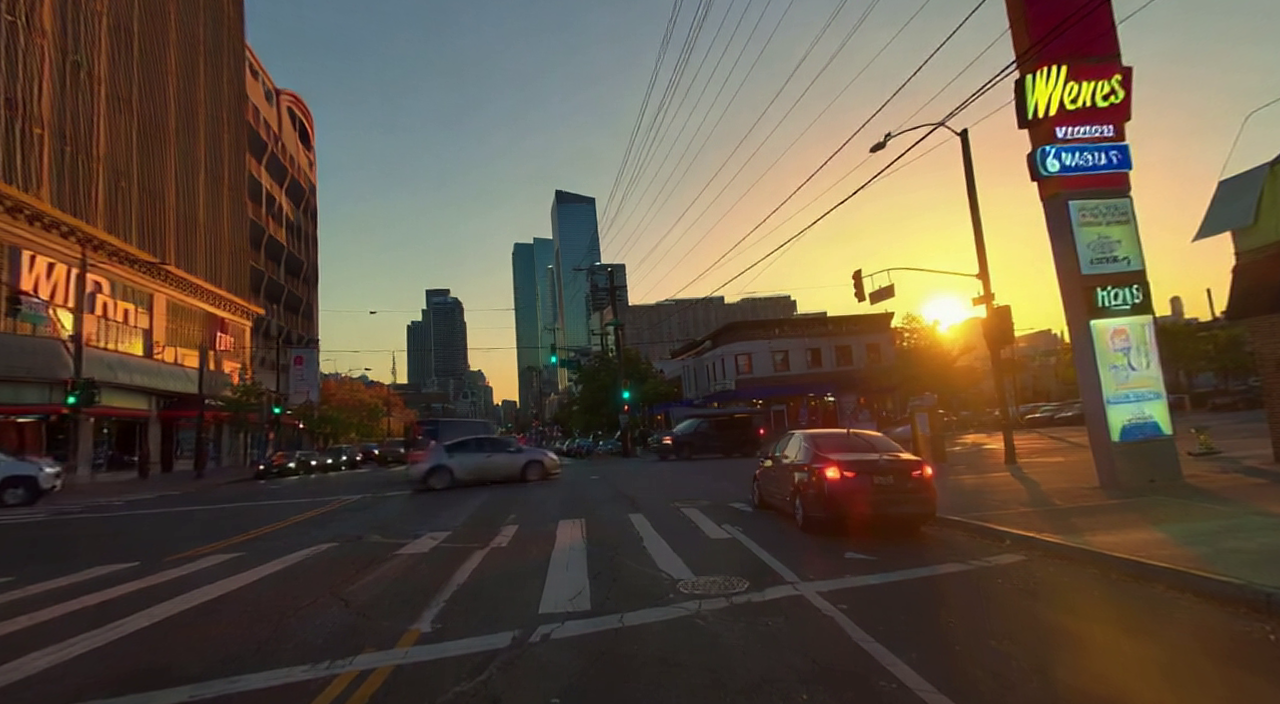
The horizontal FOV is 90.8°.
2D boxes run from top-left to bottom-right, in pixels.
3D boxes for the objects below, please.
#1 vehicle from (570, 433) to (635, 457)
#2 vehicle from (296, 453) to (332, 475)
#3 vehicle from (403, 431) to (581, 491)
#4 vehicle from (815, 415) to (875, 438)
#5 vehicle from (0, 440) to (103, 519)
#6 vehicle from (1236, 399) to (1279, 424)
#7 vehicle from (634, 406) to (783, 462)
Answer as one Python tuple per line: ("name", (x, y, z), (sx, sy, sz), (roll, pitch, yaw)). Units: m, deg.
("vehicle", (-2.795, 6.830, 46.361), (4.591, 1.686, 1.816), (1, -9, -11))
("vehicle", (-23.398, 7.985, 45.232), (1.942, 1.413, 4.229), (5, -9, -30))
("vehicle", (-4.049, 2.959, 17.501), (4.433, 1.453, 1.804), (4, -10, -29))
("vehicle", (16.050, 5.830, 49.447), (4.589, 1.730, 1.801), (3, -10, -31))
("vehicle", (-15.662, 2.963, 14.776), (4.292, 1.761, 2.105), (5, -10, -30))
("vehicle", (40.893, 3.891, 40.907), (4.499, 1.524, 1.784), (3, -9, -27))
("vehicle", (2.762, 3.306, 25.154), (5.588, 1.985, 2.374), (5, -10, -32))
